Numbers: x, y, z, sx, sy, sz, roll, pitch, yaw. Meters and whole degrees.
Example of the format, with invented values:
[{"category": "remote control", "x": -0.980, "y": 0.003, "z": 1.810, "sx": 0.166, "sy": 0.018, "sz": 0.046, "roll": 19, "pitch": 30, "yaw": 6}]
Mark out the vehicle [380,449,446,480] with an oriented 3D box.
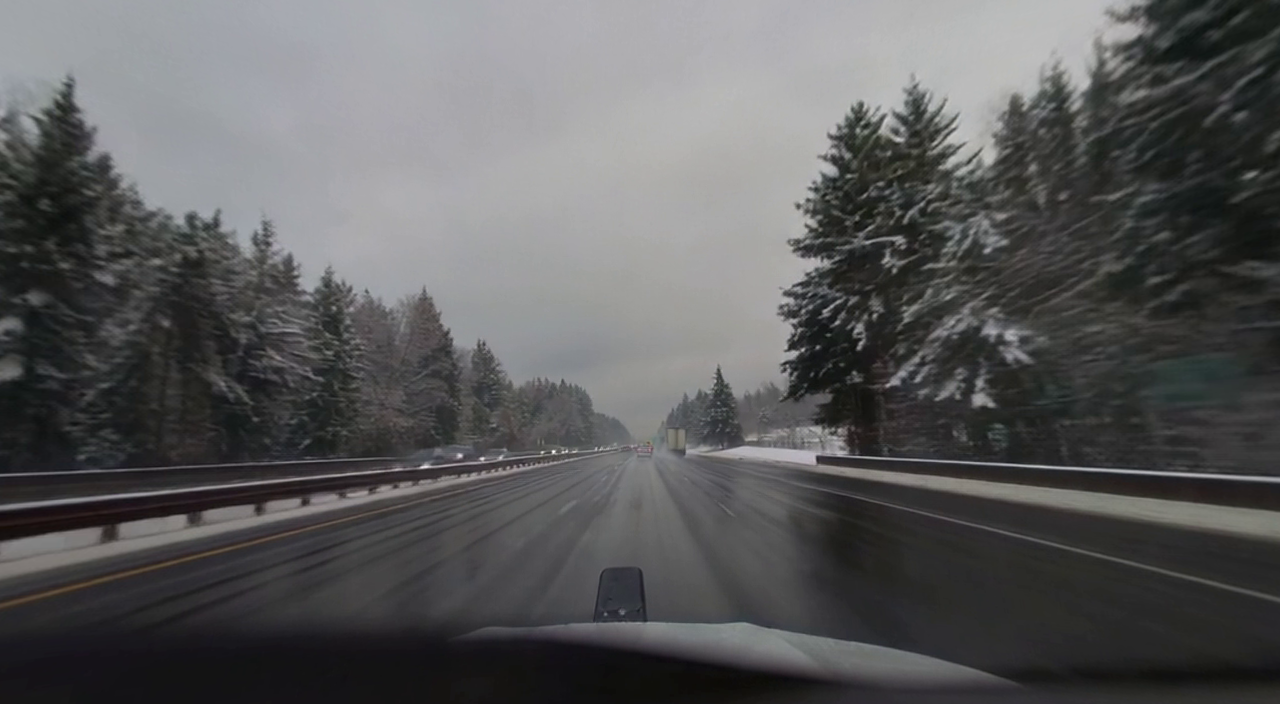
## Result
[{"category": "vehicle", "x": -11.500, "y": 5.717, "z": 32.256, "sx": 1.843, "sy": 1.437, "sz": 4.235, "roll": 0, "pitch": -9, "yaw": -1}]
